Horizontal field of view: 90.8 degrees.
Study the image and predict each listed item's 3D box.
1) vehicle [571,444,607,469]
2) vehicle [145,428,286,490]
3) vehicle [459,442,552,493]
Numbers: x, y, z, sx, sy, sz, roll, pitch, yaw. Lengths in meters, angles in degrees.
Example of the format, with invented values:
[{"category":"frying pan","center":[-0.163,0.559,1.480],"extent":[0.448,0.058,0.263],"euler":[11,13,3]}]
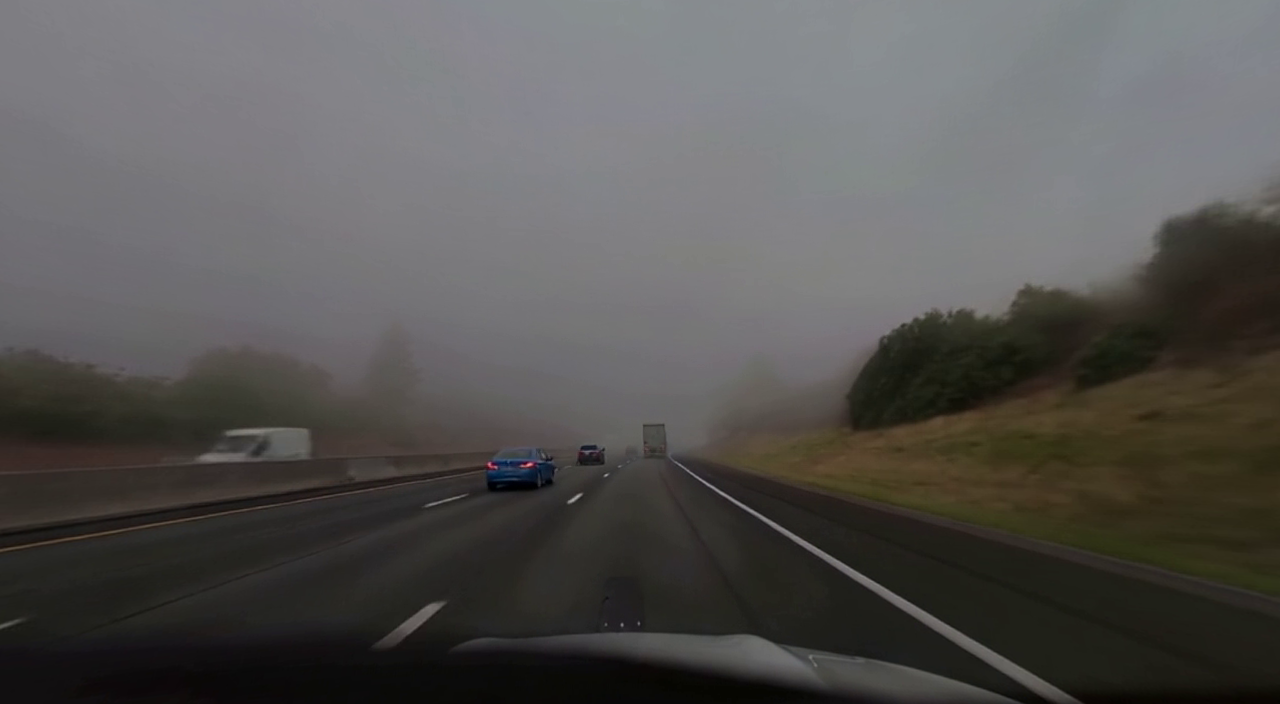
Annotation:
[{"category":"vehicle","center":[-3.251,6.737,40.770],"extent":[1.943,1.460,3.961],"euler":[0,-9,1]},{"category":"vehicle","center":[-18.596,4.723,28.110],"extent":[2.374,2.487,5.476],"euler":[0,-9,1]},{"category":"vehicle","center":[-4.263,3.729,20.711],"extent":[2.078,1.469,4.371],"euler":[0,-9,0]}]
